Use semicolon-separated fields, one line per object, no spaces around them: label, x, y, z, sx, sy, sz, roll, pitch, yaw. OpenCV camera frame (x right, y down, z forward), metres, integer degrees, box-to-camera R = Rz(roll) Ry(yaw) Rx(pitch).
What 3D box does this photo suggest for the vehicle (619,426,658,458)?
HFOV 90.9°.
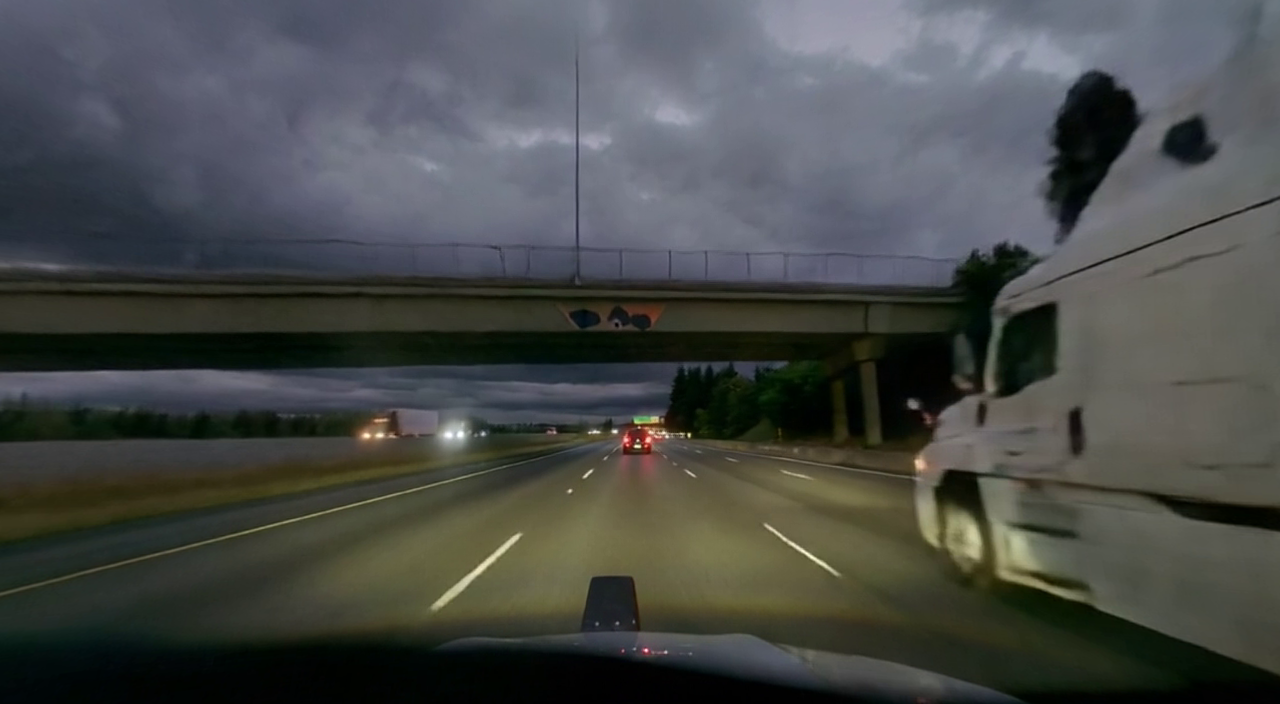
vehicle;-0.138;5.630;39.589;2.277;1.913;4.510;0;-8;-1
